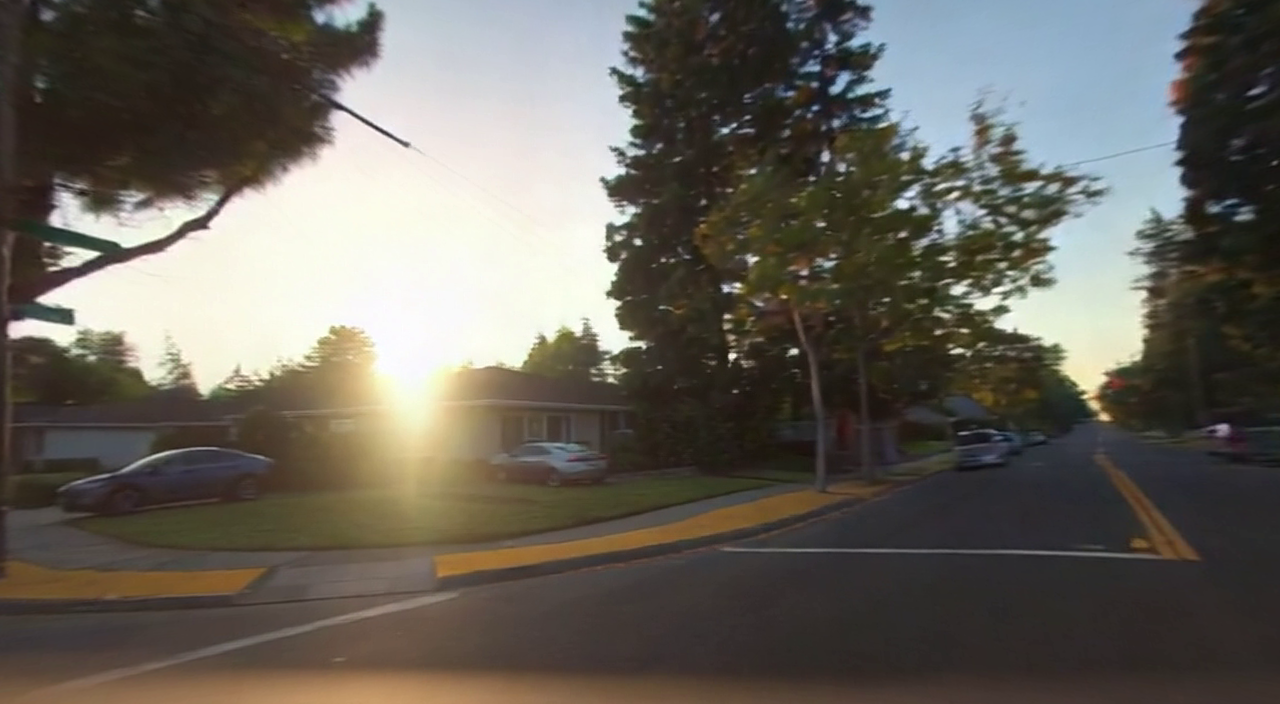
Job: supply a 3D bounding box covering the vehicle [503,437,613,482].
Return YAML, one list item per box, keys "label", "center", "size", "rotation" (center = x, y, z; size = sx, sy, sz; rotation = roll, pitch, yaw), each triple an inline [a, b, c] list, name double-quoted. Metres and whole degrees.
- label: "vehicle"
  center: [-2.996, 4.121, 23.652]
  size: [1.919, 1.447, 3.896]
  rotation: [-9, -16, 35]

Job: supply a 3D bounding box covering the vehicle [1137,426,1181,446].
- label: "vehicle"
  center: [39.125, 6.396, 47.391]
  size: [1.961, 1.437, 4.032]
  rotation: [-5, -10, 32]

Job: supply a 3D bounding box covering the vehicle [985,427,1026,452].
- label: "vehicle"
  center: [28.262, 6.746, 48.414]
  size: [2.263, 1.848, 4.104]
  rotation: [-6, -10, 34]

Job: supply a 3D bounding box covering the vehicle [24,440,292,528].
- label: "vehicle"
  center: [-11.166, 2.967, 14.923]
  size: [1.984, 1.620, 4.595]
  rotation: [-6, -9, 36]

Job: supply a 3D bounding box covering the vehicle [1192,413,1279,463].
- label: "vehicle"
  center: [23.784, 3.438, 24.949]
  size: [2.085, 1.792, 4.176]
  rotation: [-6, -10, 34]
